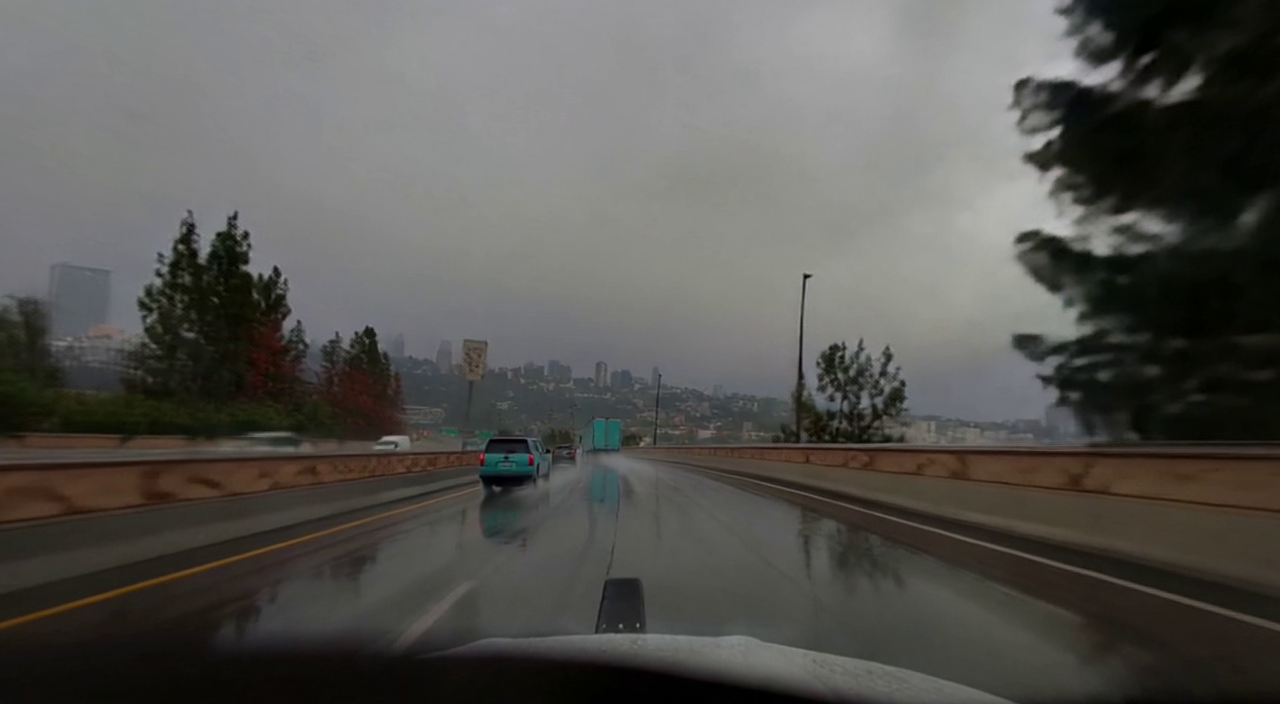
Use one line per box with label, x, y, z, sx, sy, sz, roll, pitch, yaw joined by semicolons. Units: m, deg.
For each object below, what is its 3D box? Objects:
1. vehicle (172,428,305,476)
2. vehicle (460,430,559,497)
vehicle;-13.929;3.527;22.225;1.953;1.501;4.268;0;-9;-2
vehicle;-3.704;3.254;18.734;2.041;1.734;4.391;0;-9;-1
